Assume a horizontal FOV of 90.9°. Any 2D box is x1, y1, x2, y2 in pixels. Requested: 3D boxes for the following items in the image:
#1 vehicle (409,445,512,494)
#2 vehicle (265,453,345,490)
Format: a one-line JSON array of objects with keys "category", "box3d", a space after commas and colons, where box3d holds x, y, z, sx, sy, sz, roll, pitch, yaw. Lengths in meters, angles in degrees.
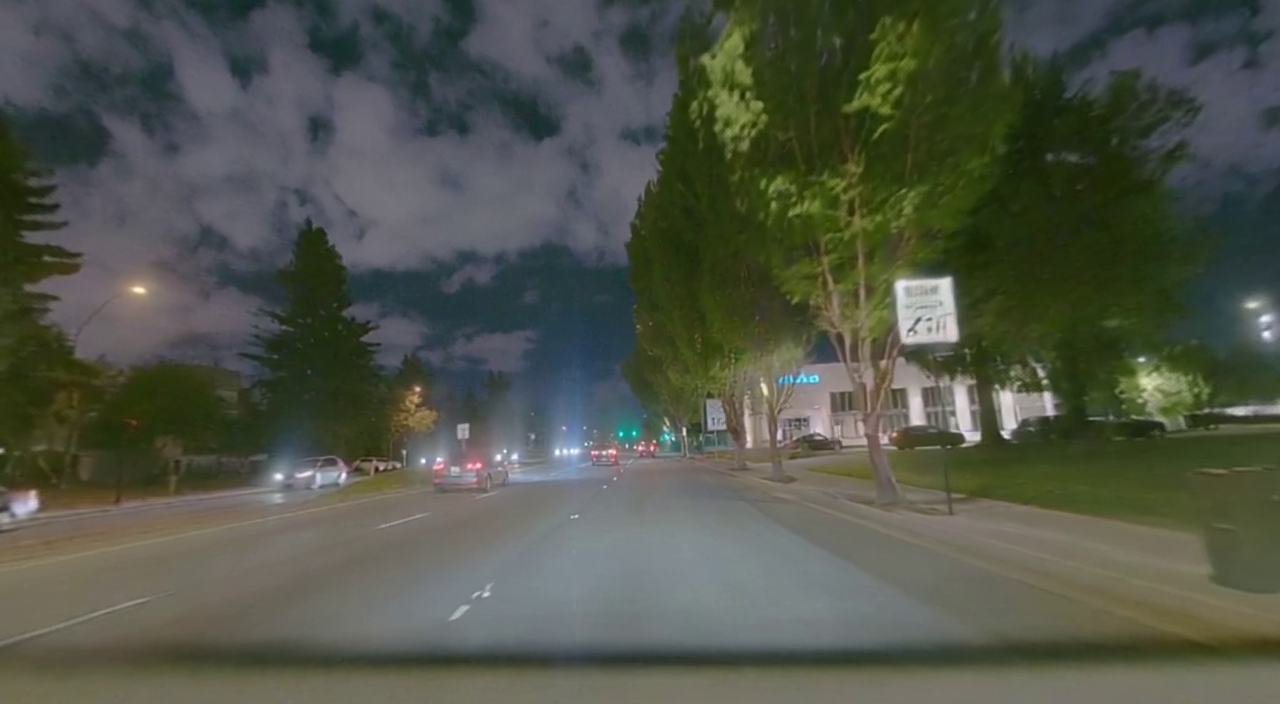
[{"category": "vehicle", "box3d": [-5.740, 3.803, 20.814, 2.072, 1.427, 4.328, -1, -9, 1]}, {"category": "vehicle", "box3d": [-17.408, 6.190, 33.034, 1.800, 1.736, 4.287, -1, -9, 0]}]
